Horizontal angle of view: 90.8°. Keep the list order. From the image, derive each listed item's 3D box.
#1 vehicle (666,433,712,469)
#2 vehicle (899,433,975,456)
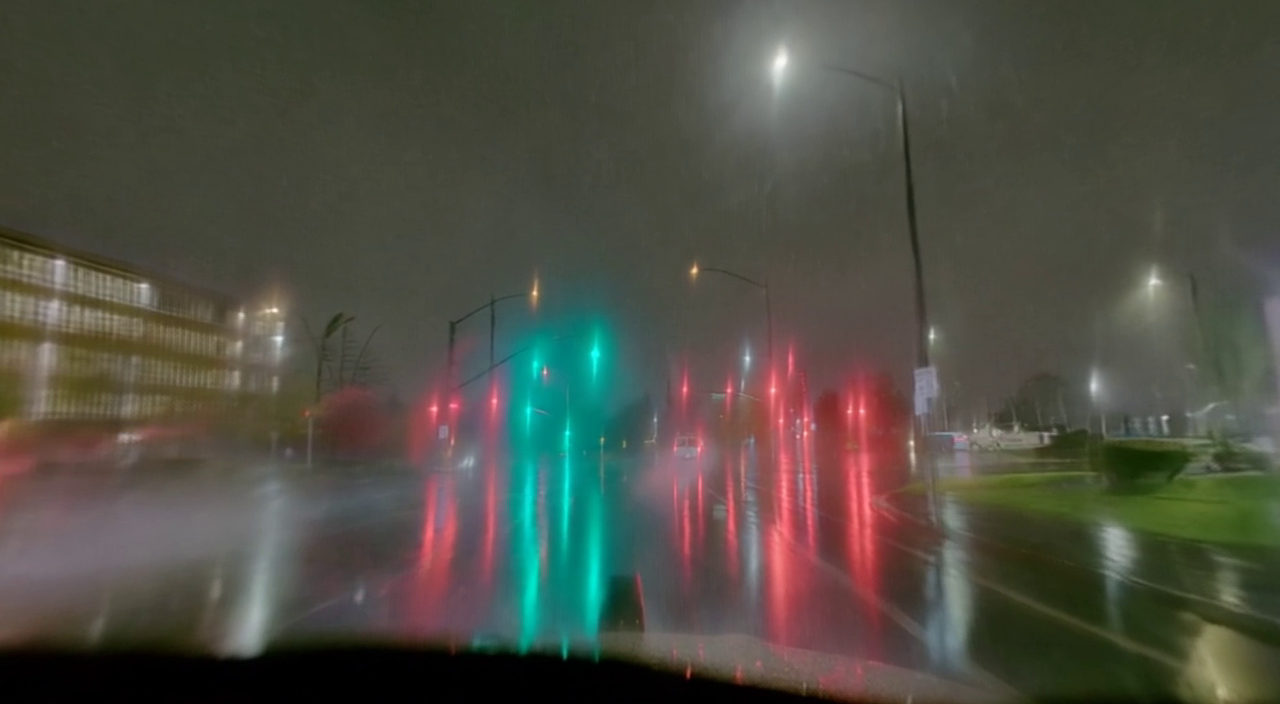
[{"bbox_3d":[2.725,5.349,34.380,2.230,1.827,4.298,-1,-8,8],"label":"vehicle"},{"bbox_3d":[22.300,6.931,47.489,4.952,1.517,1.997,-6,-7,25],"label":"vehicle"}]
